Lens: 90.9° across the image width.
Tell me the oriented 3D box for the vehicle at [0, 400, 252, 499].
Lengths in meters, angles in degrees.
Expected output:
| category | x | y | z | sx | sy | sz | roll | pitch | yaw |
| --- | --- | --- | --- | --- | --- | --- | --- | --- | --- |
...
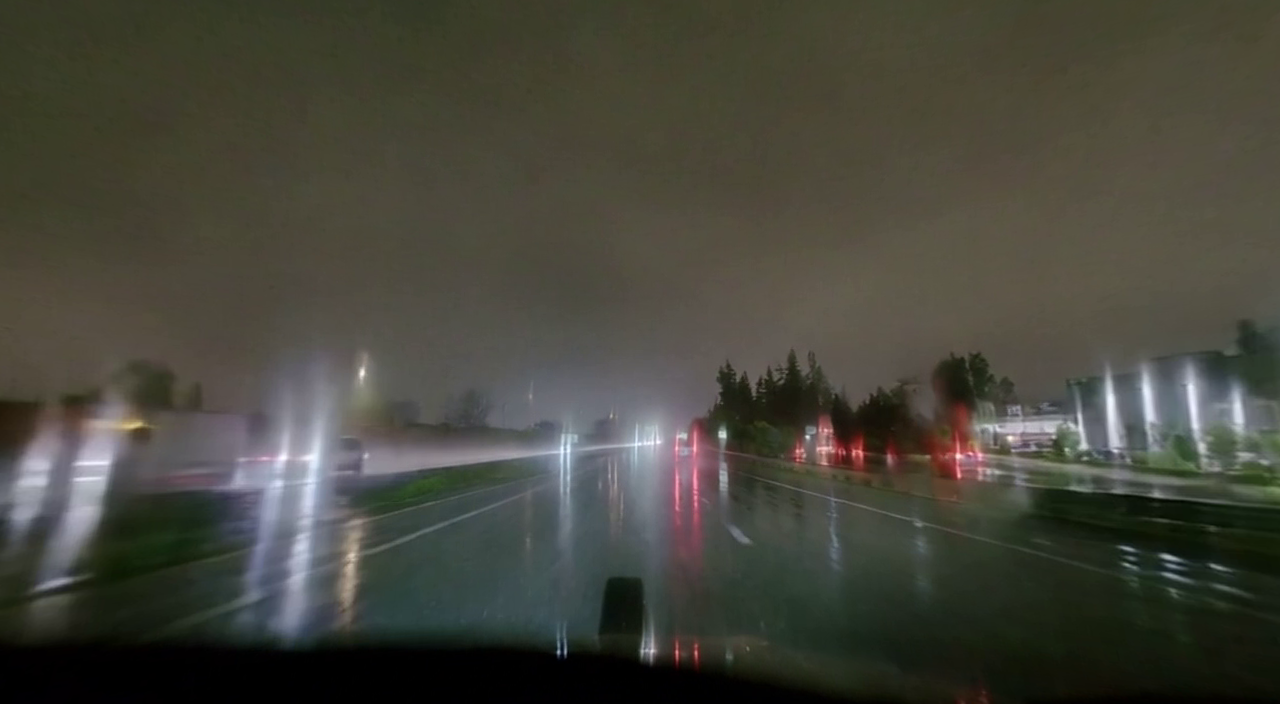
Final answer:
| category | x | y | z | sx | sy | sz | roll | pitch | yaw |
| --- | --- | --- | --- | --- | --- | --- | --- | --- | --- |
| vehicle | -19.734 | 3.837 | 25.171 | 2.989 | 3.268 | 8.334 | 0 | -8 | 1 |
